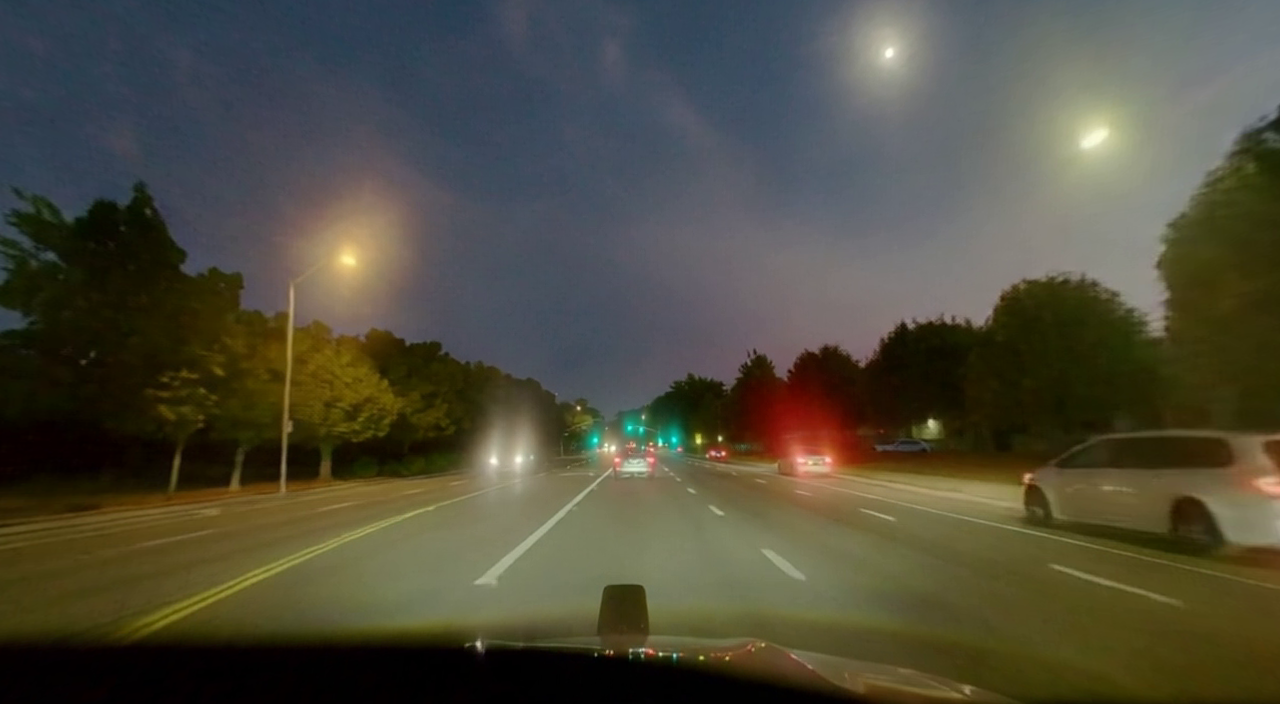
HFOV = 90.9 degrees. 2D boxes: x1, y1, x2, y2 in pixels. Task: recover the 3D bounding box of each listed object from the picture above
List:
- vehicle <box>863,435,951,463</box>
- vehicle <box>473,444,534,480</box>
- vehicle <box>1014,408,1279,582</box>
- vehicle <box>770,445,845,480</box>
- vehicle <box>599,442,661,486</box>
[{"bbox_3d":[17.816,6.458,42.099,5.100,1.770,2.269,3,-9,-18],"label":"vehicle"},{"bbox_3d":[-6.773,5.492,31.802,2.083,1.646,4.293,0,-8,1],"label":"vehicle"},{"bbox_3d":[7.665,1.775,8.443,2.064,1.792,5.053,0,-9,-2],"label":"vehicle"},{"bbox_3d":[7.746,5.150,29.731,2.131,1.474,4.752,0,-9,-2],"label":"vehicle"},{"bbox_3d":[-0.361,4.132,23.532,2.099,1.470,4.302,0,-9,0],"label":"vehicle"}]
